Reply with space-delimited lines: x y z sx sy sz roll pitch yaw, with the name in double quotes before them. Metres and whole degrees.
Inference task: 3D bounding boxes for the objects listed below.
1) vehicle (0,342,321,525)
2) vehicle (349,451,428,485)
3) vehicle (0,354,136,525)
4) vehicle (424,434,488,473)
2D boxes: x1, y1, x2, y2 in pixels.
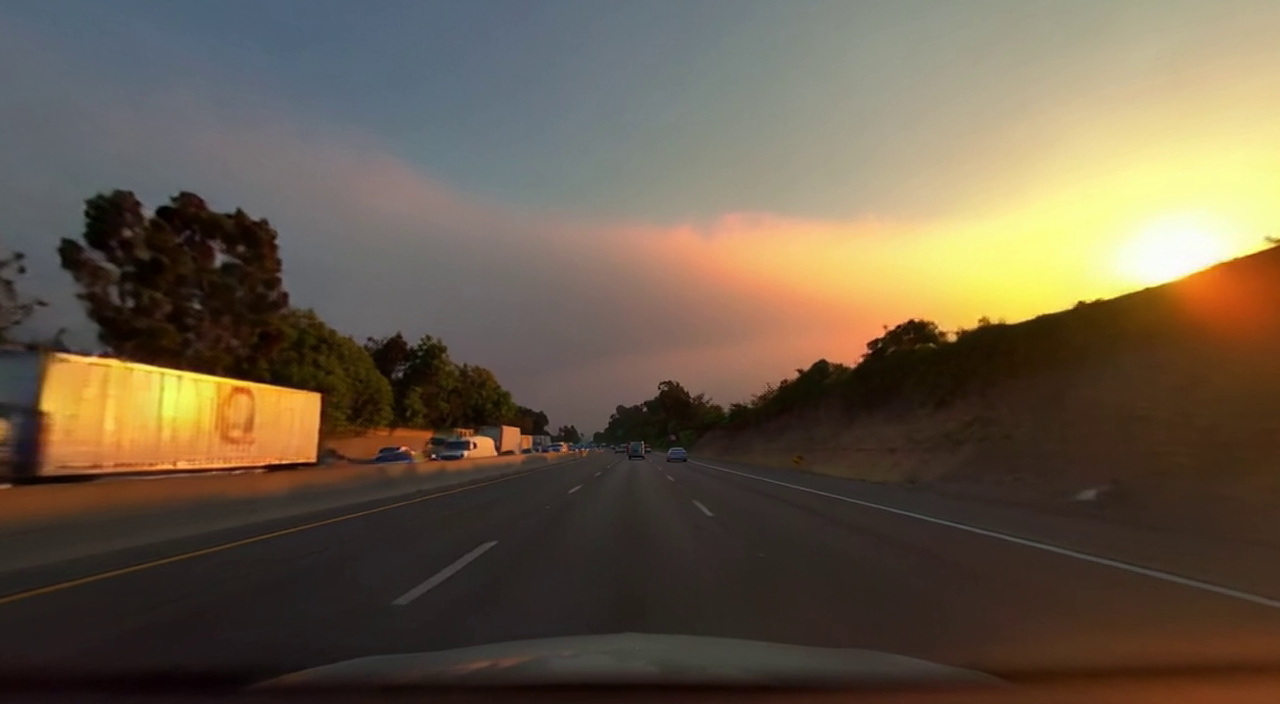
"vehicle" -16.544 3.021 22.215 2.959 4.369 14.440 0 -9 0
"vehicle" -11.547 5.331 29.275 1.945 1.439 4.329 0 -9 0
"vehicle" -16.598 2.181 15.607 2.996 3.982 5.952 0 -9 1
"vehicle" -11.615 6.459 40.242 2.341 2.308 5.443 0 -9 1
